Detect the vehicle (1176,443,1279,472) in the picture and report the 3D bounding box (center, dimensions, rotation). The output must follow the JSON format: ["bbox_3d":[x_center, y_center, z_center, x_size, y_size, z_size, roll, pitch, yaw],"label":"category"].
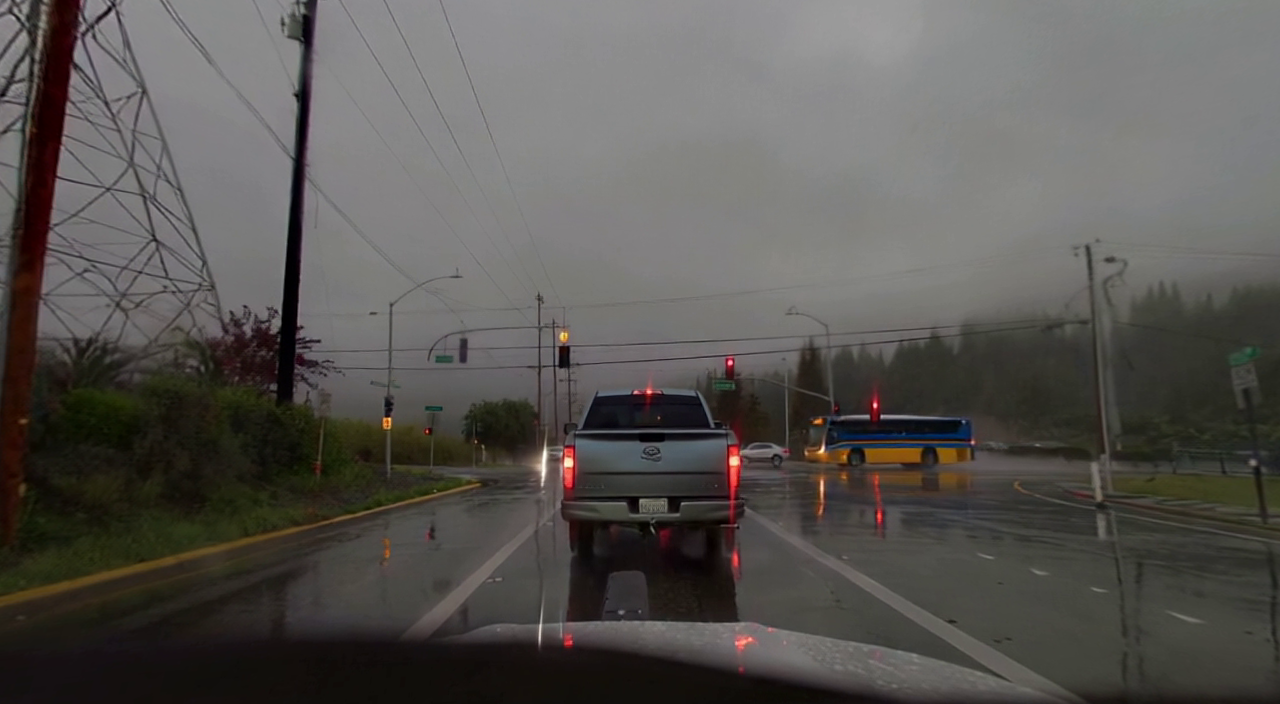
[{"bbox_3d":[38.485,6.844,41.135,5.426,1.728,1.999,0,-8,-3],"label":"vehicle"}]

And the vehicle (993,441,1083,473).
[{"bbox_3d":[28.069,7.440,44.689,5.077,2.008,1.991,3,-9,-3],"label":"vehicle"}]

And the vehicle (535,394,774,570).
[{"bbox_3d":[0.116,1.878,10.004,2.707,1.964,5.485,0,-8,-1],"label":"vehicle"}]

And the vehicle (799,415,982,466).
[{"bbox_3d":[16.378,5.912,41.991,10.726,3.128,3.003,-1,-8,3],"label":"vehicle"}]
